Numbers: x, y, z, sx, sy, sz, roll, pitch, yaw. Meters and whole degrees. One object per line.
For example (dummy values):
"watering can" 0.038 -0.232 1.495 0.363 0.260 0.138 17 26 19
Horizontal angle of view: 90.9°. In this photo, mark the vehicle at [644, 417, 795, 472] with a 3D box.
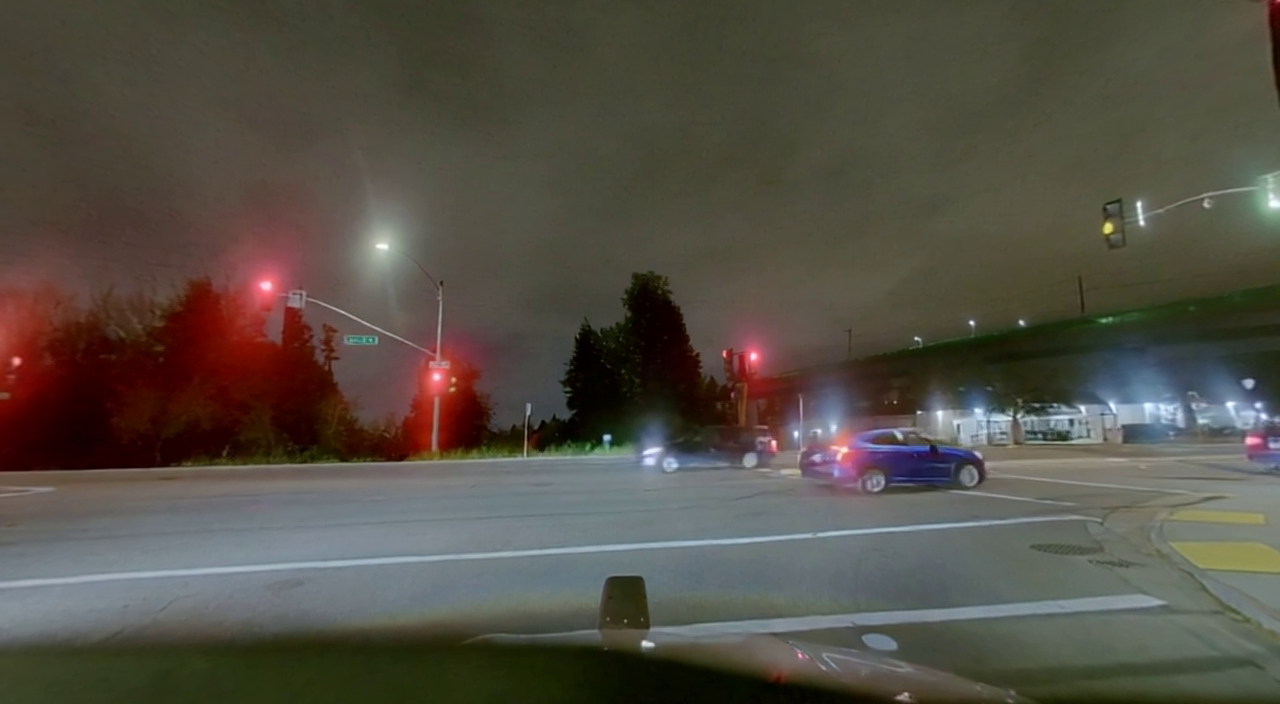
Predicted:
"vehicle" 2.812 3.319 22.661 4.966 1.806 2.007 2 -9 -15

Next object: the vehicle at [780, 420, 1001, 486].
"vehicle" 6.082 2.456 15.493 4.757 1.442 1.858 2 -9 -13
